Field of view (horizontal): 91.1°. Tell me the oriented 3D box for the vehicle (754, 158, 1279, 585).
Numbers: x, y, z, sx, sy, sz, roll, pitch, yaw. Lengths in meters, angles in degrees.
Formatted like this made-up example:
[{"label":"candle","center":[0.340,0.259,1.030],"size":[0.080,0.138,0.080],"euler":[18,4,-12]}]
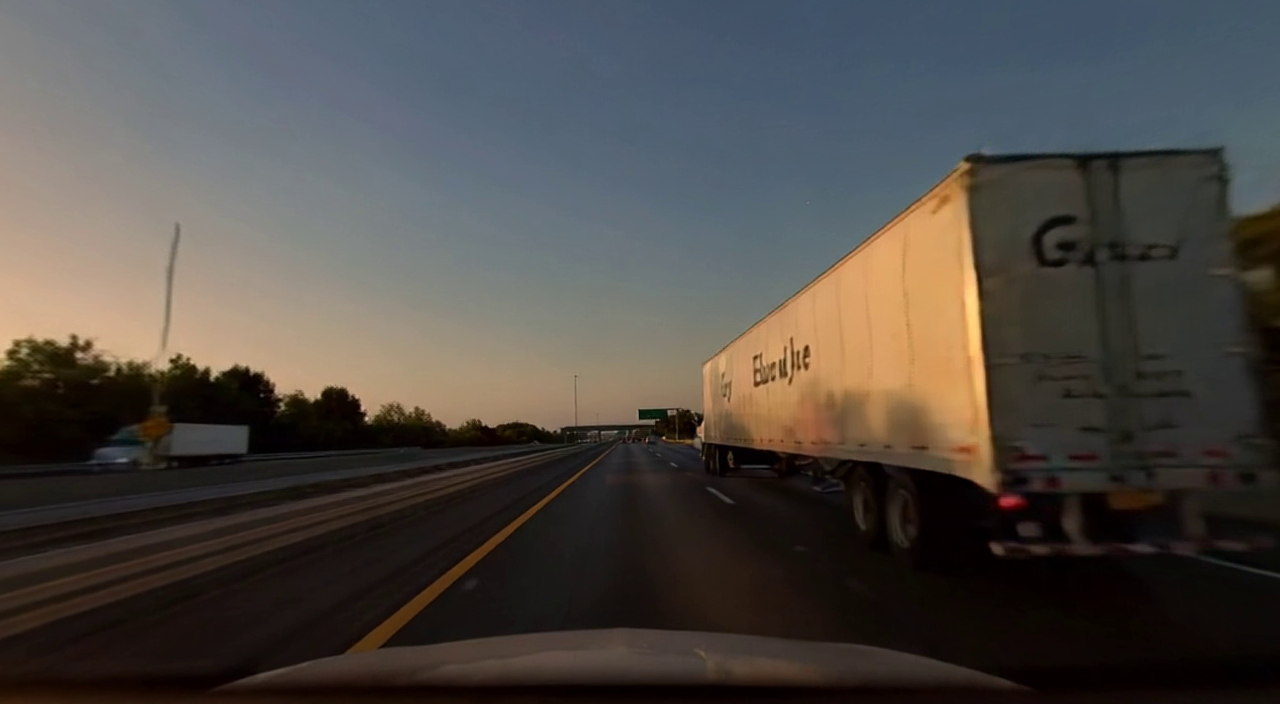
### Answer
[{"label":"vehicle","center":[4.109,0.645,9.832],"size":[2.888,3.866,8.380],"euler":[0,-8,-1]}]
